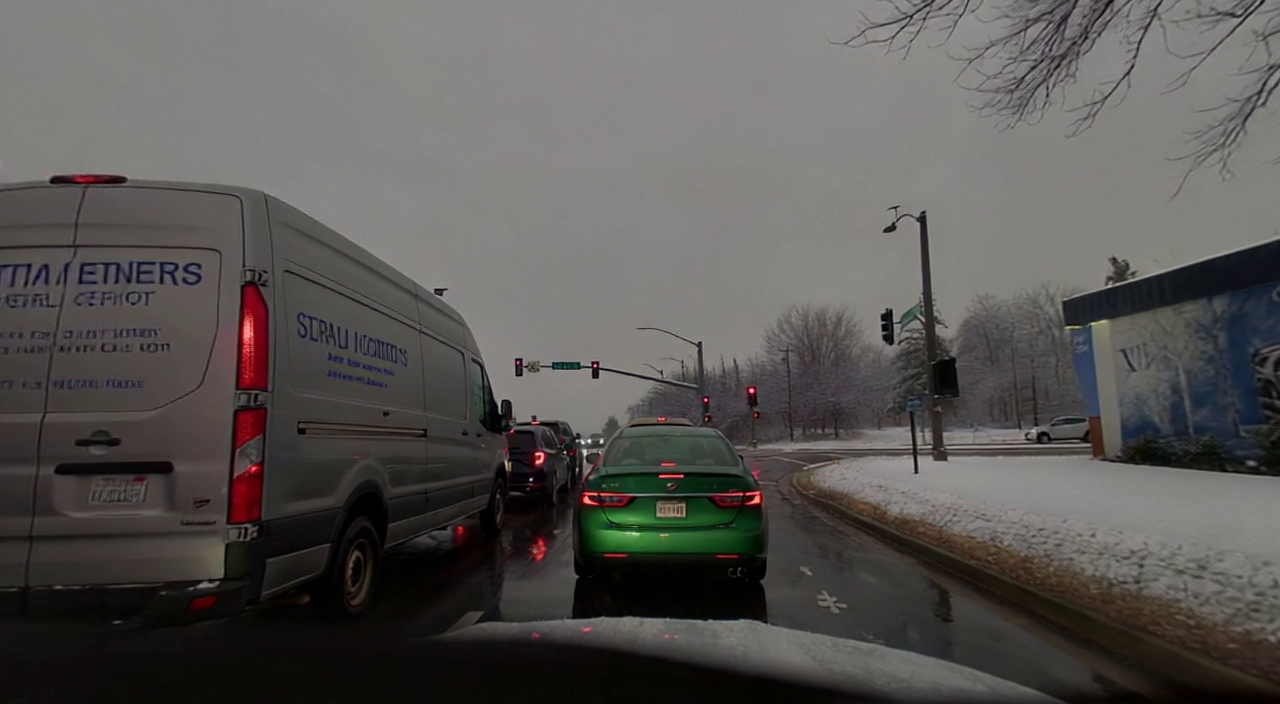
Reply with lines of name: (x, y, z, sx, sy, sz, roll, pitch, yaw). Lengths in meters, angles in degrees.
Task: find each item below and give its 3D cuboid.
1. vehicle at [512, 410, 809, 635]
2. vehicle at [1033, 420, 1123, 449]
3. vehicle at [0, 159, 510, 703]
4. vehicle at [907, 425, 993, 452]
vehicle: (0.305, 1.686, 7.306, 2.398, 1.773, 4.254, -1, -8, 4)
vehicle: (32.077, 6.079, 46.146, 5.084, 2.041, 2.360, 2, -9, -10)
vehicle: (-3.143, 0.926, 5.851, 2.555, 3.035, 5.702, 0, -8, 1)
vehicle: (21.929, 6.127, 44.592, 5.021, 1.848, 2.210, 1, -9, -9)
